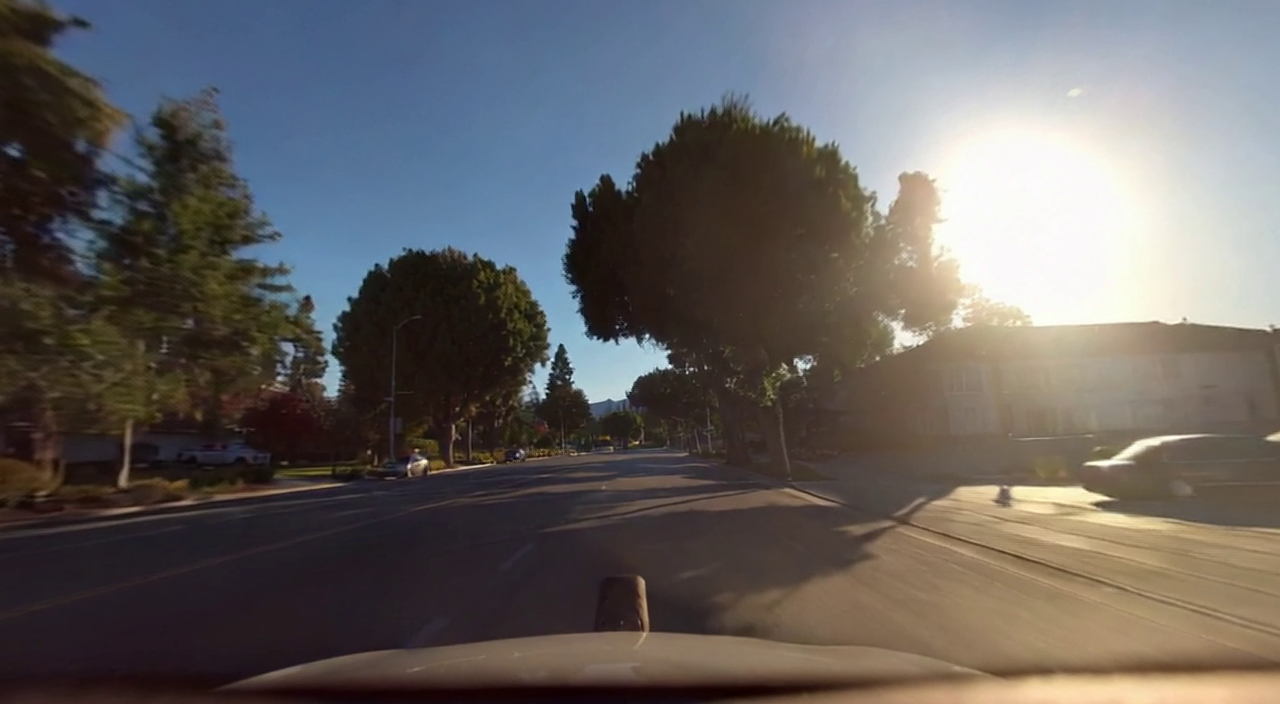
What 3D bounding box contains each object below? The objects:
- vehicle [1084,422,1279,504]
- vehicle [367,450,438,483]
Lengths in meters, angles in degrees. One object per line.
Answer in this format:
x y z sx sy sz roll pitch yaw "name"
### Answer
11.513 2.098 12.125 4.455 1.442 1.837 -1 -8 4 "vehicle"
-12.540 6.013 33.590 1.859 1.496 4.390 -4 -9 3 "vehicle"
